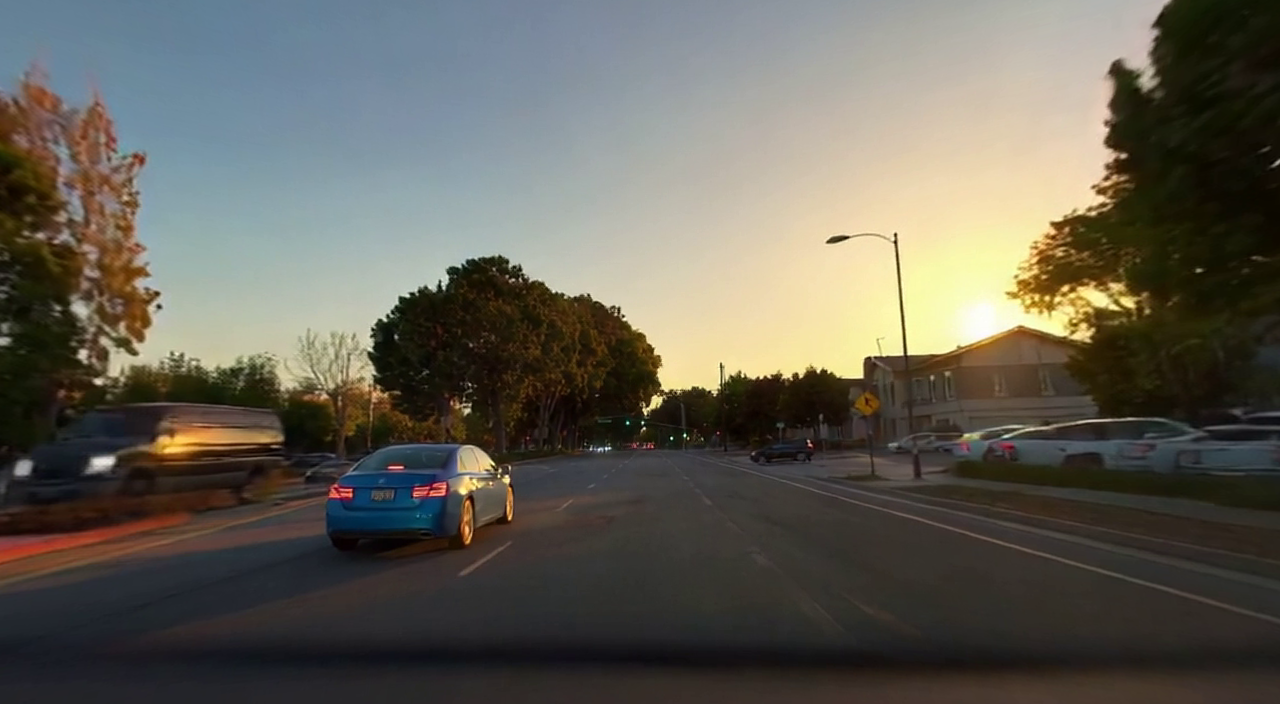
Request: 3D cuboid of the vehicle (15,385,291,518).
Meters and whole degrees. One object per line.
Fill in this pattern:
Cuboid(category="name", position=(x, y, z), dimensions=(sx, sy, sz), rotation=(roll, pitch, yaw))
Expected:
Cuboid(category="vehicle", position=(-14.758, 3.131, 20.170), dimensions=(2.826, 3.446, 7.237), rotation=(-1, -9, 1))

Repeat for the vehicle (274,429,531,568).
Cuboid(category="vehicle", position=(-2.978, 1.932, 9.128), dimensions=(1.924, 1.480, 4.421), rotation=(-1, -8, 1))

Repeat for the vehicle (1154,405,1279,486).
Cuboid(category="vehicle", position=(13.310, 1.858, 12.631), dimensions=(4.133, 1.466, 2.103), rotation=(0, -9, 0))

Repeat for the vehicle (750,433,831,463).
Cuboid(category="vehicle", position=(8.892, 5.691, 37.461), dimensions=(4.511, 1.720, 2.131), rotation=(-2, -8, 11))

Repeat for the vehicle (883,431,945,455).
Cuboid(category="vehicle", position=(17.565, 5.875, 40.616), dimensions=(1.966, 1.451, 4.297), rotation=(0, -9, -1))
